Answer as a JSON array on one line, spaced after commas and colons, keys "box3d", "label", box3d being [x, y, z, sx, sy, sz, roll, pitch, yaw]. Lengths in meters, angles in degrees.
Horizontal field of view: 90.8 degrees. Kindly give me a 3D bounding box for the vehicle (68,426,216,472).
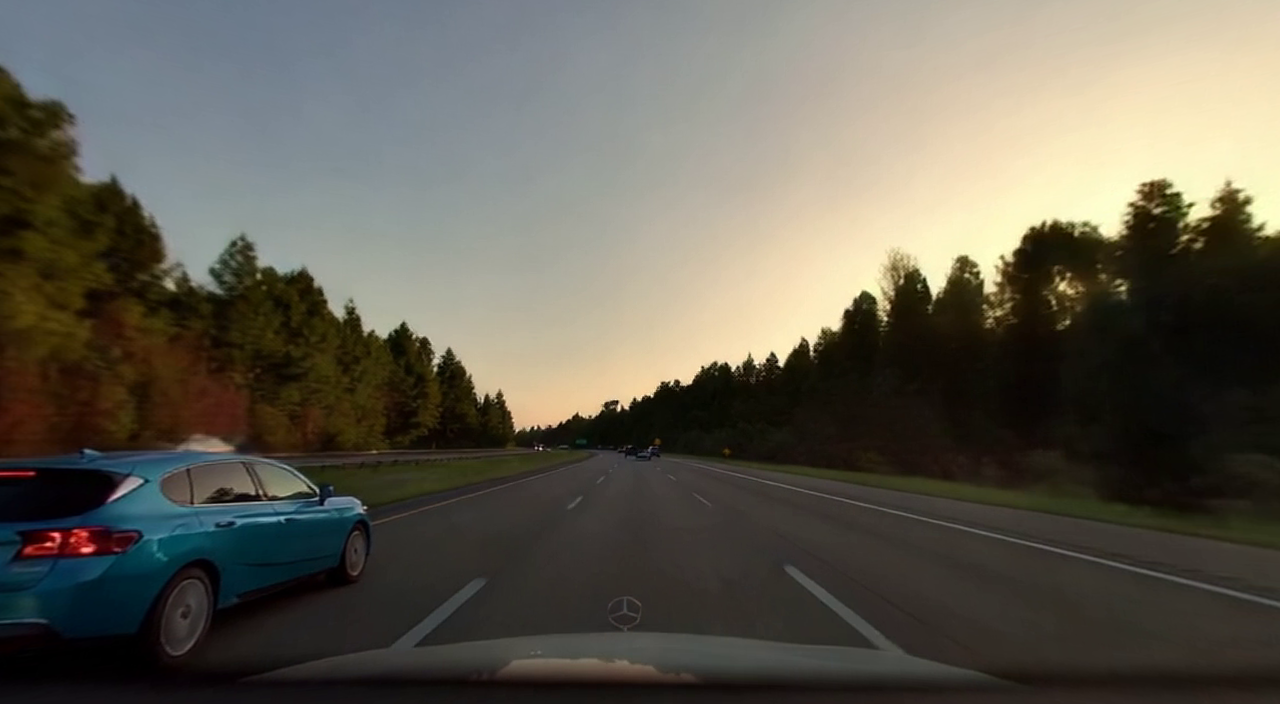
[{"box3d": [-18.915, 3.733, 24.302, 1.945, 1.560, 4.573, 0, -9, 0], "label": "vehicle"}]
